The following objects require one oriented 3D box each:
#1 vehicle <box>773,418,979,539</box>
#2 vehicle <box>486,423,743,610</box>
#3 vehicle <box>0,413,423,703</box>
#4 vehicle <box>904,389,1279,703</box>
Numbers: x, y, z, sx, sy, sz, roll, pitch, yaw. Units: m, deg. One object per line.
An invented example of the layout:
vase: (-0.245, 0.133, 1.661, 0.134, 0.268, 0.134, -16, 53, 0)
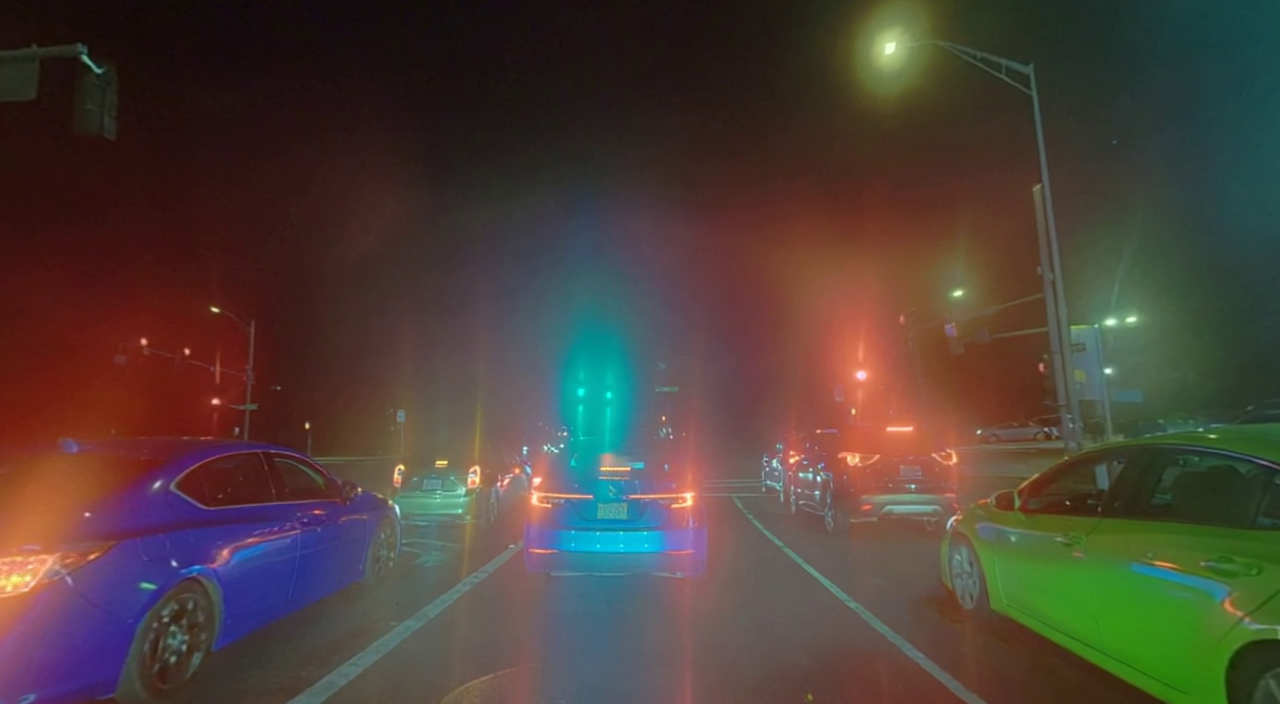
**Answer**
vehicle: (3.768, 2.097, 11.019, 2.007, 1.683, 4.171, 0, -8, 1)
vehicle: (-0.192, 1.622, 7.124, 2.059, 1.477, 3.988, 0, -8, 0)
vehicle: (-3.403, 1.299, 4.721, 1.980, 1.454, 4.226, 0, -8, 1)
vehicle: (3.416, 1.072, 3.561, 1.981, 1.499, 4.536, 0, -8, 2)
